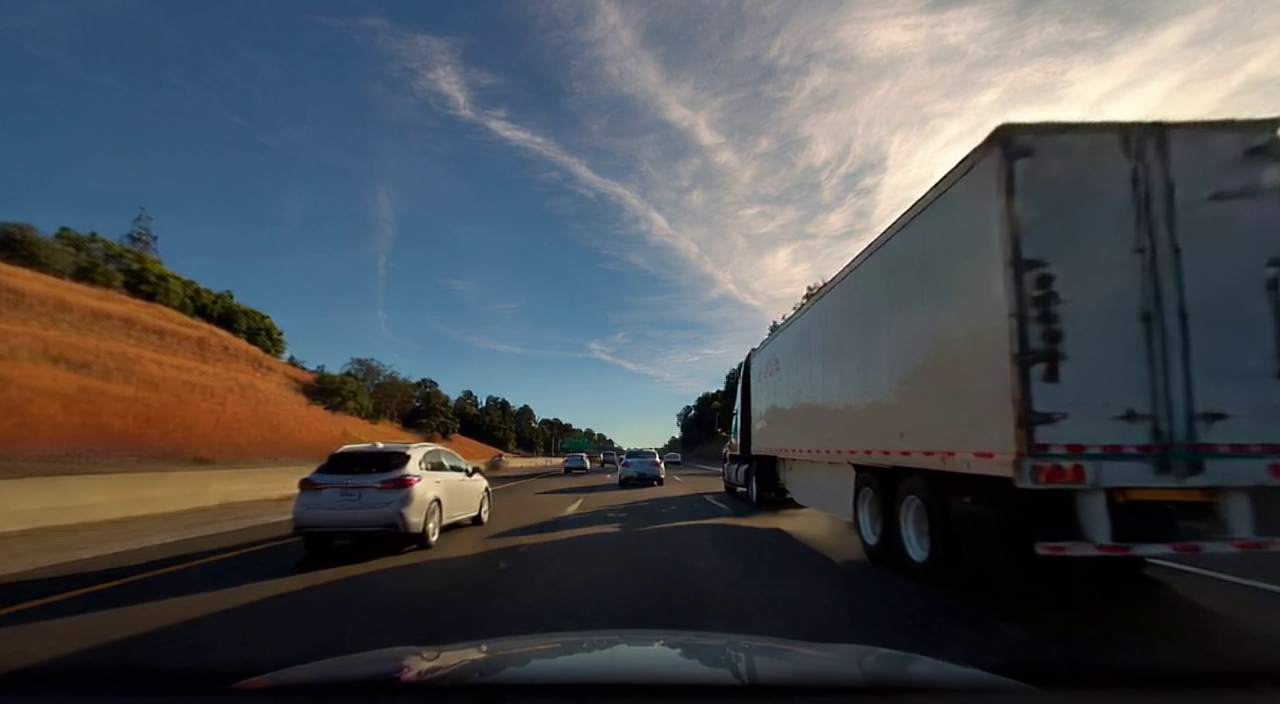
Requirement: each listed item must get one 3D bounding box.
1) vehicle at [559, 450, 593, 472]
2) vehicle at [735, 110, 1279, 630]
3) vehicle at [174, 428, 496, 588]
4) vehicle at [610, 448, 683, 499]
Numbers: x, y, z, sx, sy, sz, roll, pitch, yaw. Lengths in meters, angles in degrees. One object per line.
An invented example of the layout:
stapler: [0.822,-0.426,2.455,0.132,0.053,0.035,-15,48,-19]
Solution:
vehicle: [-4.494,7.728,44.924,2.017,1.460,4.382,0,-9,-1]
vehicle: [4.455,1.119,12.034,2.905,4.109,14.332,0,-9,-1]
vehicle: [-3.569,1.910,8.563,2.153,1.581,4.375,0,-9,0]
vehicle: [0.149,3.703,19.557,2.023,1.400,4.028,0,-9,-1]
